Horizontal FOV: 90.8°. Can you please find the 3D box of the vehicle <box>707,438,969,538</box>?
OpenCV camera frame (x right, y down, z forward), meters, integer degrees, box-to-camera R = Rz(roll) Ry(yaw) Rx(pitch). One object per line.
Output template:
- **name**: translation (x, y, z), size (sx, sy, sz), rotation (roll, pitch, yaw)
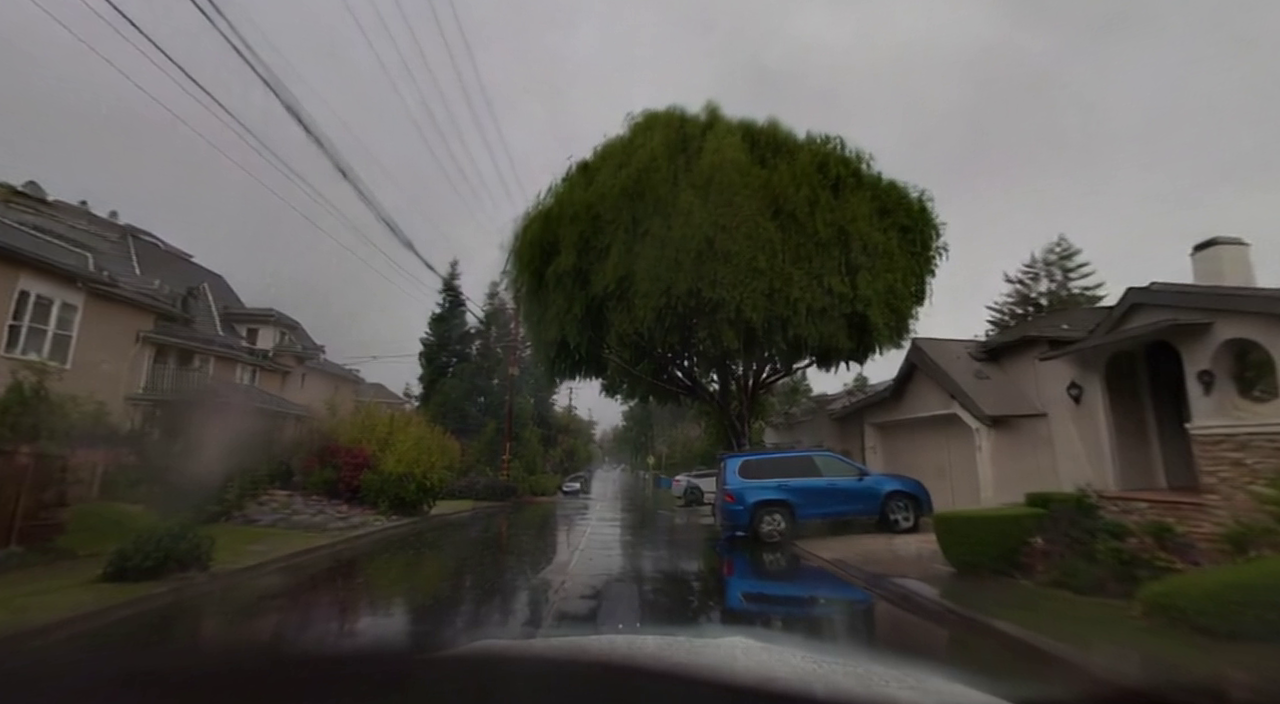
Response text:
- **vehicle**: translation (3.678, 2.564, 12.287), size (4.413, 1.728, 1.869), rotation (1, -9, -5)
